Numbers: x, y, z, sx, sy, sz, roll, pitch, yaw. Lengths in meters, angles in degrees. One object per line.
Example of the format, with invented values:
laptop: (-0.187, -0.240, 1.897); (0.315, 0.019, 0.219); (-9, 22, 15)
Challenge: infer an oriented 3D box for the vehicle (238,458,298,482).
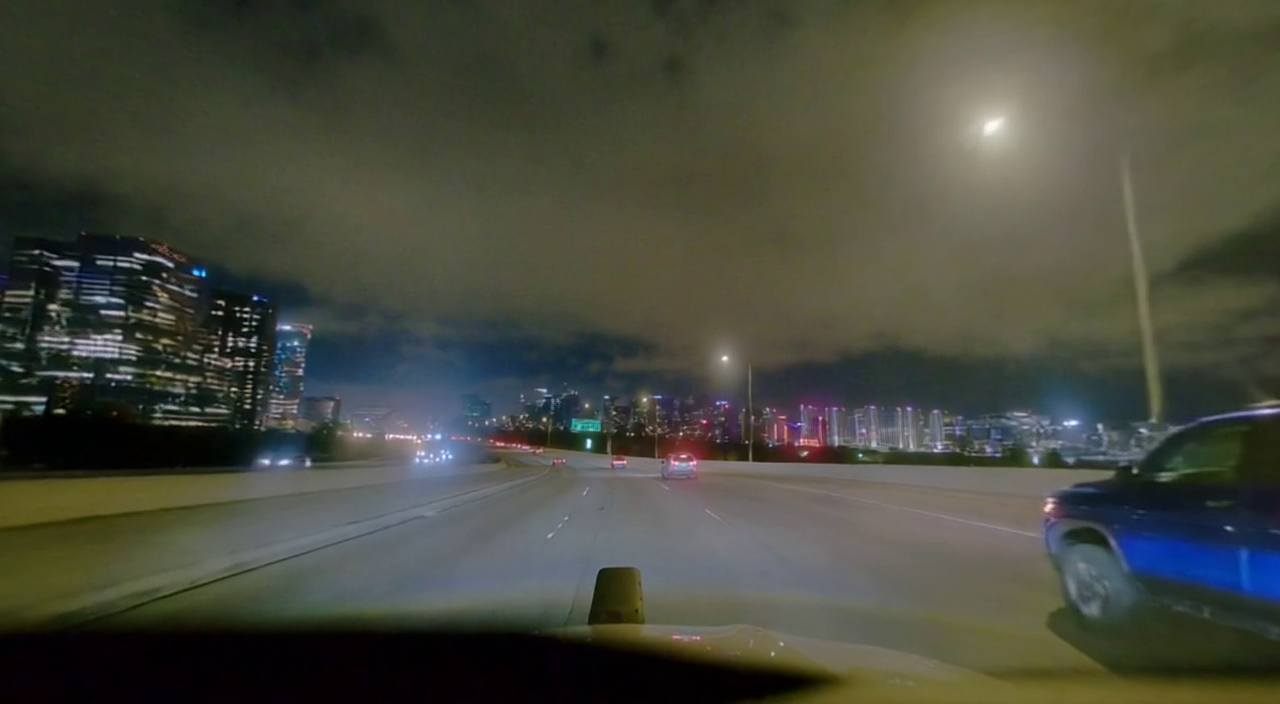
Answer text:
vehicle: (-27.370, 8.668, 46.664); (1.985, 1.598, 4.576); (0, -9, -4)

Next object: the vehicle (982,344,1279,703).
vehicle: (4.162, 0.922, 3.313); (2.182, 1.826, 4.392); (0, -8, -1)

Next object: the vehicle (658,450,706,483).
vehicle: (2.395, 6.727, 37.556); (2.110, 1.780, 4.682); (0, -9, -5)
